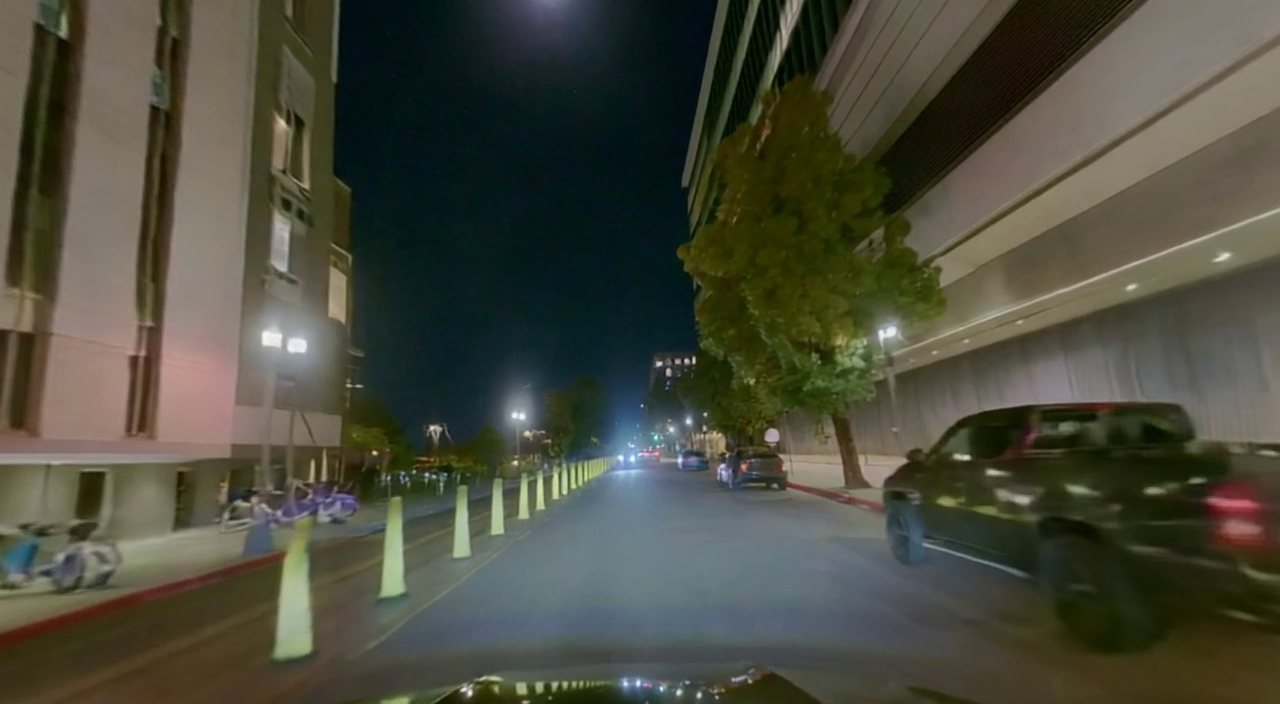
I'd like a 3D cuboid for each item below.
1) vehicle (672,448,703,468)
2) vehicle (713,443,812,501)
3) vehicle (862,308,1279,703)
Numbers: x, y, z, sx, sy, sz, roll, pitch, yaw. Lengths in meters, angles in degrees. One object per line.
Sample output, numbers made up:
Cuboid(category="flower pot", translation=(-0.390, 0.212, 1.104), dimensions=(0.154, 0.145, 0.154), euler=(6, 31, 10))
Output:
Cuboid(category="vehicle", translation=(3.682, 8.216, 49.328), dimensions=(2.020, 1.448, 4.220), euler=(-1, -9, -1))
Cuboid(category="vehicle", translation=(3.421, 3.440, 18.641), dimensions=(1.963, 1.445, 4.948), euler=(-1, -9, 1))
Cuboid(category="vehicle", translation=(3.731, 1.088, 4.877), dimensions=(2.180, 1.869, 4.736), euler=(-1, -9, -1))
